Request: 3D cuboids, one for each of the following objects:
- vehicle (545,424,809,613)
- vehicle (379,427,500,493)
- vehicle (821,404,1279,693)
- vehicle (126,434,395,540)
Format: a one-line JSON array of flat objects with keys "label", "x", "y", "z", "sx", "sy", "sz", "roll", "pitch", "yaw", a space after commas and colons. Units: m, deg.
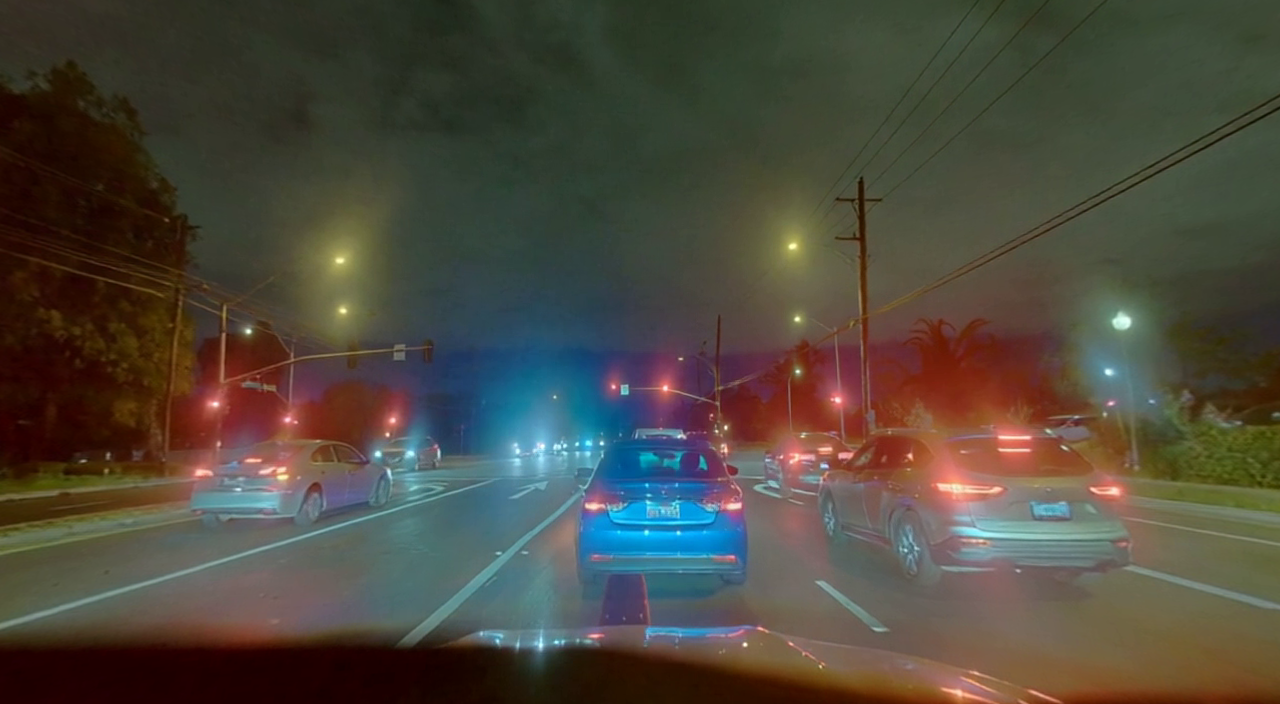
[{"label": "vehicle", "x": 0.301, "y": 1.625, "z": 7.094, "sx": 2.109, "sy": 1.483, "sz": 3.964, "roll": 0, "pitch": -8, "yaw": 0}, {"label": "vehicle", "x": -6.277, "y": 3.447, "z": 20.541, "sx": 2.070, "sy": 1.824, "sz": 5.196, "roll": -1, "pitch": -8, "yaw": 2}, {"label": "vehicle", "x": 3.133, "y": 1.344, "z": 5.487, "sx": 1.870, "sy": 1.523, "sz": 4.096, "roll": 0, "pitch": -8, "yaw": 0}, {"label": "vehicle", "x": -6.418, "y": 2.294, "z": 11.500, "sx": 1.955, "sy": 1.497, "sz": 4.639, "roll": -1, "pitch": -8, "yaw": 1}]
